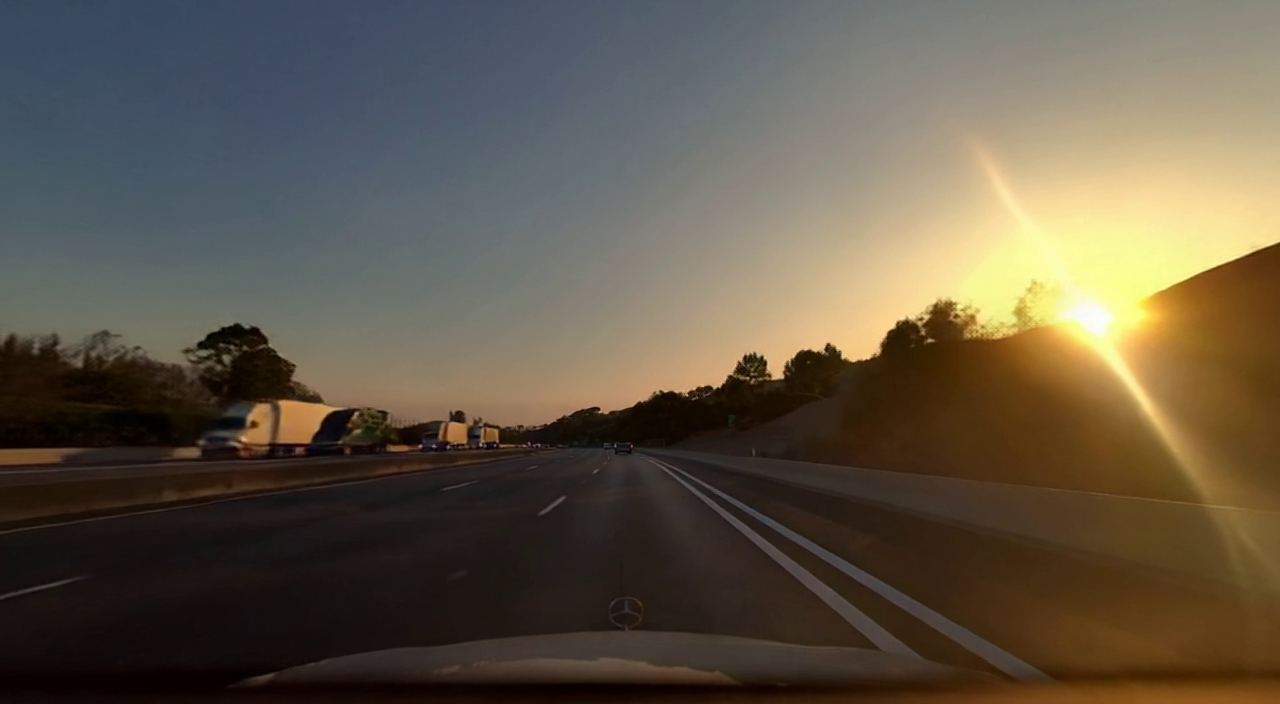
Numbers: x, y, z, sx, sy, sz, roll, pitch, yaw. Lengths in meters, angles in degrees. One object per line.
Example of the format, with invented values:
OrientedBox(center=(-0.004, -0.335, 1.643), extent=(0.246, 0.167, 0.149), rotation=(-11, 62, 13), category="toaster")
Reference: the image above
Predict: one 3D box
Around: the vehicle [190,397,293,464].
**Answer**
OrientedBox(center=(-25.527, 5.087, 40.541), extent=(3.284, 4.020, 4.965), rotation=(1, -8, -2), category="vehicle")

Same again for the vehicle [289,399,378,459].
OrientedBox(center=(-21.356, 5.497, 44.180), extent=(3.038, 3.924, 6.196), rotation=(0, -8, -1), category="vehicle")
